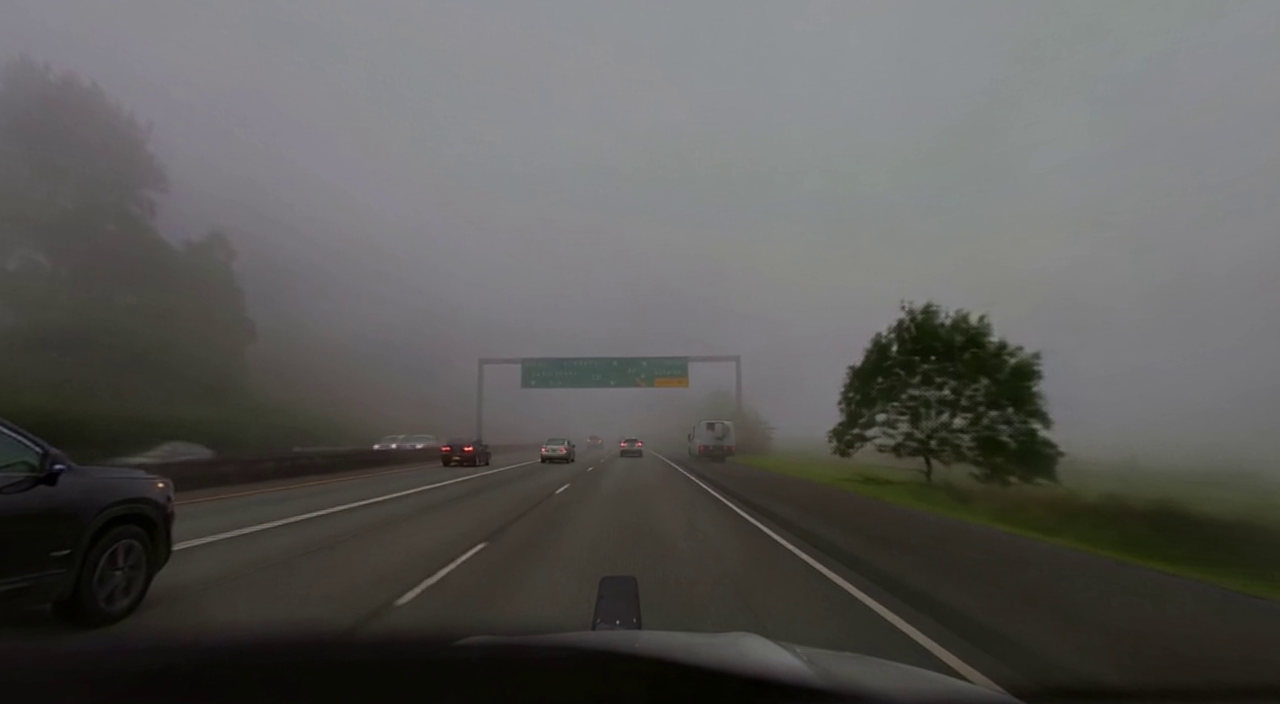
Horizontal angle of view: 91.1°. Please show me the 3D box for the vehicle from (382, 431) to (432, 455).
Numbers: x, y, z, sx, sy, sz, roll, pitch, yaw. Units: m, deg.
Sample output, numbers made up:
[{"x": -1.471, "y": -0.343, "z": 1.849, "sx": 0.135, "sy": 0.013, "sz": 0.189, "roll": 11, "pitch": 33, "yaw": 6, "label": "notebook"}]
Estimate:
[{"x": -16.432, "y": 6.447, "z": 44.550, "sx": 1.903, "sy": 1.612, "sz": 4.379, "roll": 0, "pitch": -8, "yaw": 0, "label": "vehicle"}]

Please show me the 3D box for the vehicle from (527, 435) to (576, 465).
[{"x": -4.454, "y": 4.974, "z": 32.194, "sx": 1.909, "sy": 1.445, "sz": 4.087, "roll": 0, "pitch": -8, "yaw": 0, "label": "vehicle"}]

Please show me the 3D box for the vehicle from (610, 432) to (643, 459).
[{"x": -0.868, "y": 5.964, "z": 40.357, "sx": 2.002, "sy": 1.611, "sz": 3.778, "roll": 0, "pitch": -8, "yaw": -1, "label": "vehicle"}]

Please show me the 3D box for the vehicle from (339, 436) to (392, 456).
[{"x": -20.720, "y": 7.095, "z": 47.654, "sx": 1.893, "sy": 1.463, "sz": 4.702, "roll": 0, "pitch": -8, "yaw": 0, "label": "vehicle"}]

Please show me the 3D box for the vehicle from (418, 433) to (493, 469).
[{"x": -8.303, "y": 4.489, "z": 28.855, "sx": 1.953, "sy": 1.524, "sz": 4.863, "roll": 0, "pitch": -8, "yaw": 0, "label": "vehicle"}]

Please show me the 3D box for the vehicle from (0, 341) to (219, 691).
[{"x": -4.337, "y": 0.791, "z": 2.759, "sx": 1.971, "sy": 1.822, "sz": 4.366, "roll": 0, "pitch": -8, "yaw": -1, "label": "vehicle"}]
